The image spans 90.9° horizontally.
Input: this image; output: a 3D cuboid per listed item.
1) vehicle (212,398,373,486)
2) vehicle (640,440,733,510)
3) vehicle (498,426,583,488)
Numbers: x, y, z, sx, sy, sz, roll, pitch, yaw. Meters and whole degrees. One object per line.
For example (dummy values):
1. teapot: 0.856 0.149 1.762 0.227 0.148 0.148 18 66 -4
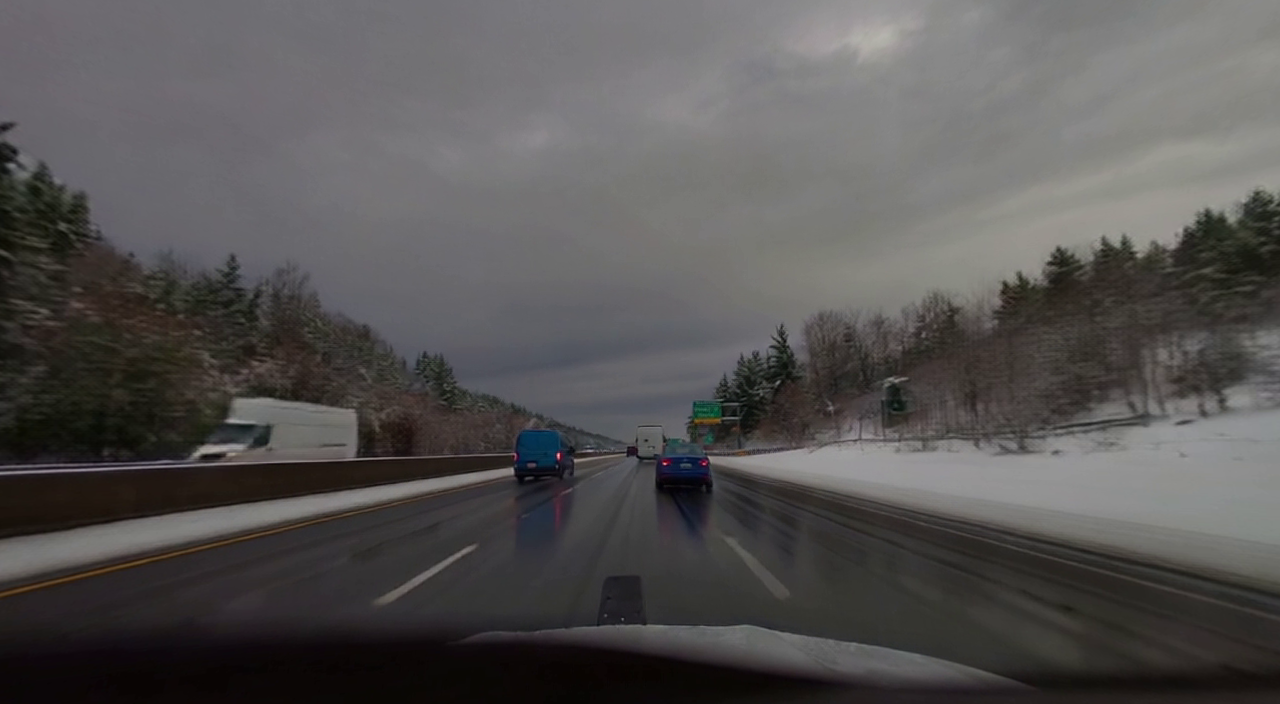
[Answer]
1. vehicle: -16.864 4.552 31.601 2.955 3.771 8.596 0 -9 1
2. vehicle: 1.008 2.952 15.525 2.012 1.485 3.649 0 -9 0
3. vehicle: -3.523 3.874 23.370 2.217 2.033 4.975 0 -9 1
